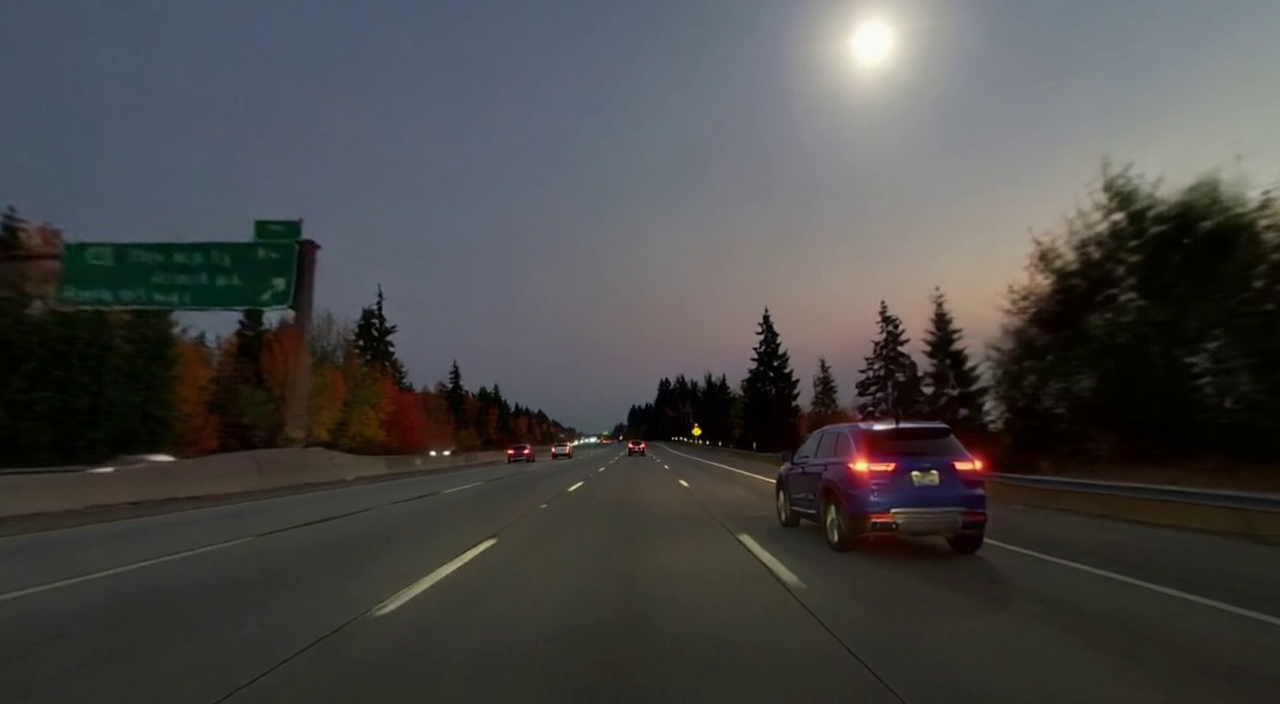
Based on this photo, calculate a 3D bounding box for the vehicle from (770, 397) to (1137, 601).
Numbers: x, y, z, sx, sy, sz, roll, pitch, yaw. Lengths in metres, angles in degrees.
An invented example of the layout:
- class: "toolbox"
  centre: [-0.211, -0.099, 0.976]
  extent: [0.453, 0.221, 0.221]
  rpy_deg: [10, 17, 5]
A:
- class: "vehicle"
  centre: [3.091, 1.554, 7.496]
  extent: [2.120, 1.706, 4.226]
  rpy_deg: [0, -8, -1]
